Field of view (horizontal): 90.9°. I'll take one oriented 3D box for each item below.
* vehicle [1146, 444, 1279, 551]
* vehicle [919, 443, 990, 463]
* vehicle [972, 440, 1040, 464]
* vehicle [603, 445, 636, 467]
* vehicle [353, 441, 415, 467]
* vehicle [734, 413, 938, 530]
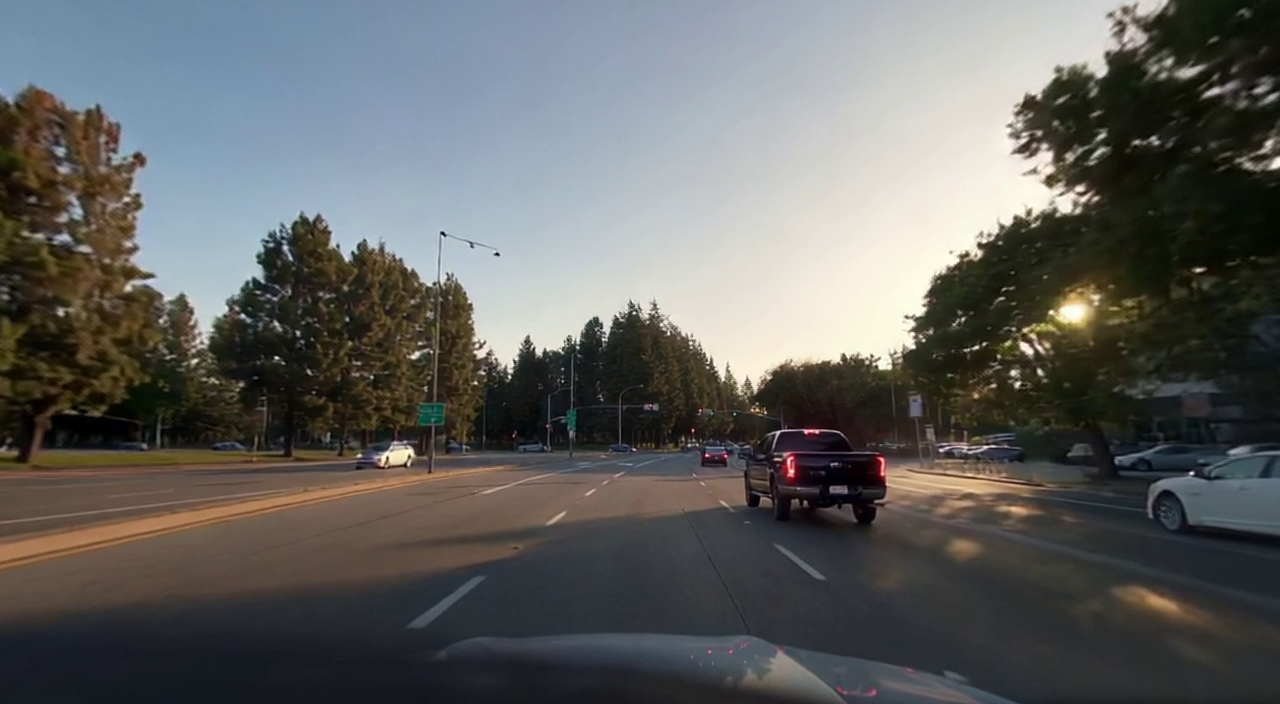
[{"bbox_3d":[10.113,2.098,9.065,1.963,1.513,4.600,0,-9,2],"label":"vehicle"},{"bbox_3d":[24.768,7.923,49.638,4.711,1.460,2.149,2,-9,-16],"label":"vehicle"},{"bbox_3d":[25.977,7.081,44.741,3.945,1.618,1.919,3,-9,-18],"label":"vehicle"},{"bbox_3d":[-1.474,7.654,46.636,1.958,1.542,4.175,-1,-9,5],"label":"vehicle"},{"bbox_3d":[-16.824,6.741,41.691,1.893,1.593,4.575,-1,-9,4],"label":"vehicle"},{"bbox_3d":[3.463,2.285,12.678,2.333,1.777,5.713,0,-9,1],"label":"vehicle"}]
